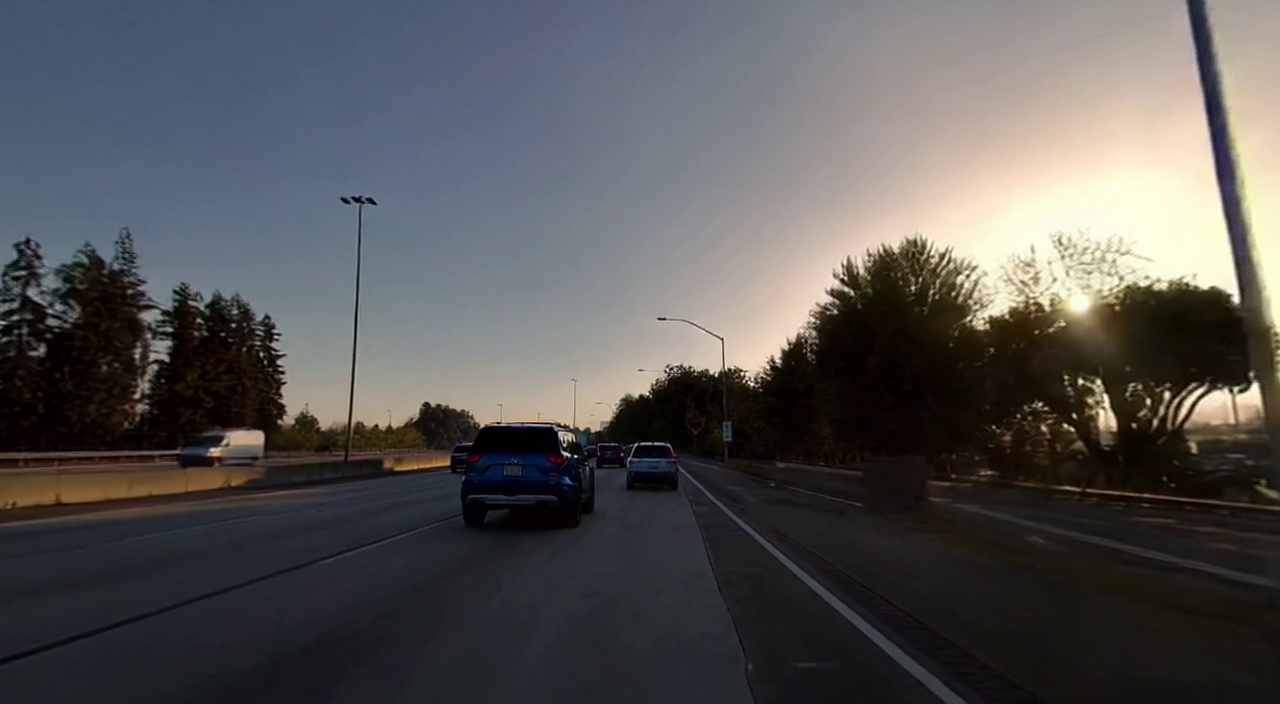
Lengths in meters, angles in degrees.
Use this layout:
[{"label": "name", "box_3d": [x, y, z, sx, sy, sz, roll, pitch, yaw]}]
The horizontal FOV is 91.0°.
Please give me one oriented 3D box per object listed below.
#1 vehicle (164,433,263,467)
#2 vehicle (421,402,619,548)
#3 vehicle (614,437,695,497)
[{"label": "vehicle", "box_3d": [-30.738, 7.105, 45.752, 2.256, 2.318, 6.501, -1, -9, 4]}, {"label": "vehicle", "box_3d": [-1.561, 1.842, 9.957, 2.123, 1.798, 4.108, 0, -9, 3]}, {"label": "vehicle", "box_3d": [0.436, 3.229, 18.031, 2.068, 1.488, 4.045, 0, -9, 2]}]
